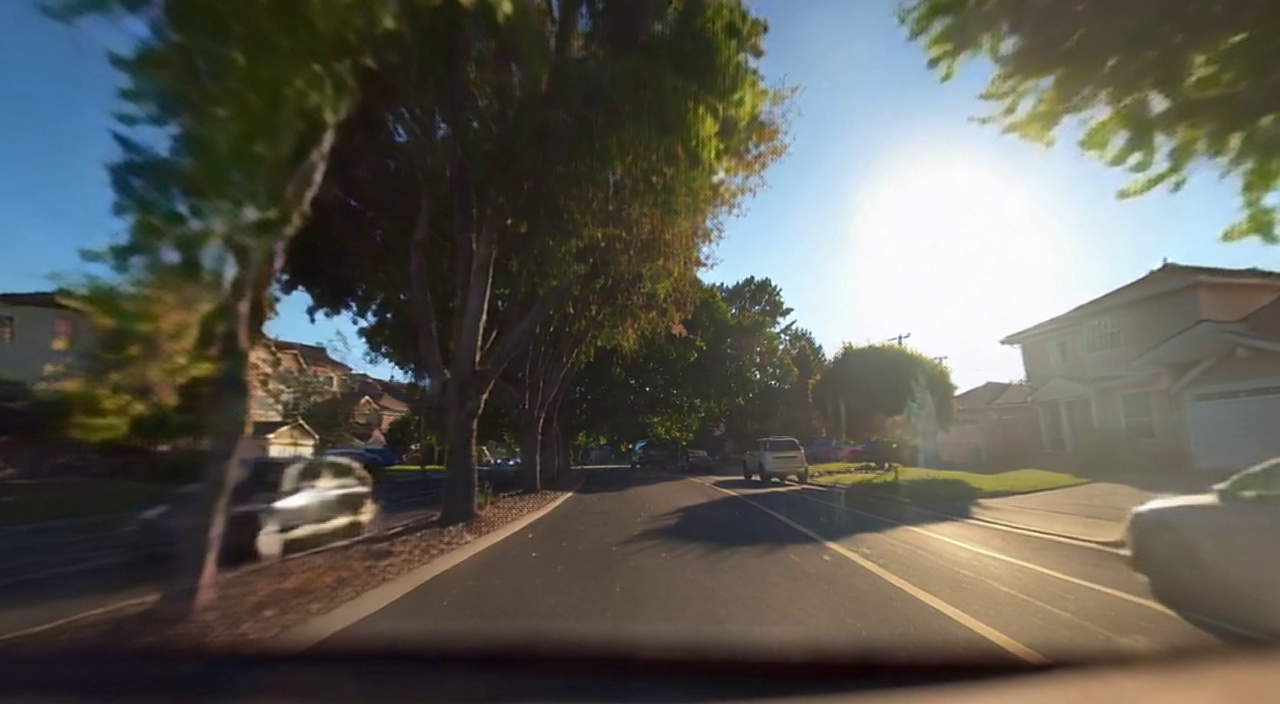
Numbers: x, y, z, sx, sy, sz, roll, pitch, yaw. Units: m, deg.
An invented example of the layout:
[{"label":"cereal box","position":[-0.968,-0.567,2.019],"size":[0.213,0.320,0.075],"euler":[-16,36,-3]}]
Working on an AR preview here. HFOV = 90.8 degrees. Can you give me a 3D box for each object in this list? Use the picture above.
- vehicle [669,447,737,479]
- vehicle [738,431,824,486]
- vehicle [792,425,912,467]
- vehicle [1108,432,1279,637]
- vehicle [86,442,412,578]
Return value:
[{"label":"vehicle","position":[3.610,6.509,37.382],"size":[2.713,1.671,4.939],"euler":[1,-8,-11]},{"label":"vehicle","position":[5.976,4.588,27.547],"size":[2.305,2.111,4.965],"euler":[0,-8,-4]},{"label":"vehicle","position":[13.436,6.079,40.487],"size":[6.635,2.414,2.896],"euler":[-1,-13,4]},{"label":"vehicle","position":[5.905,1.333,4.430],"size":[2.080,1.543,4.294],"euler":[-1,-8,3]},{"label":"vehicle","position":[-5.378,2.169,9.578],"size":[2.058,1.551,4.247],"euler":[-1,-8,3]}]
